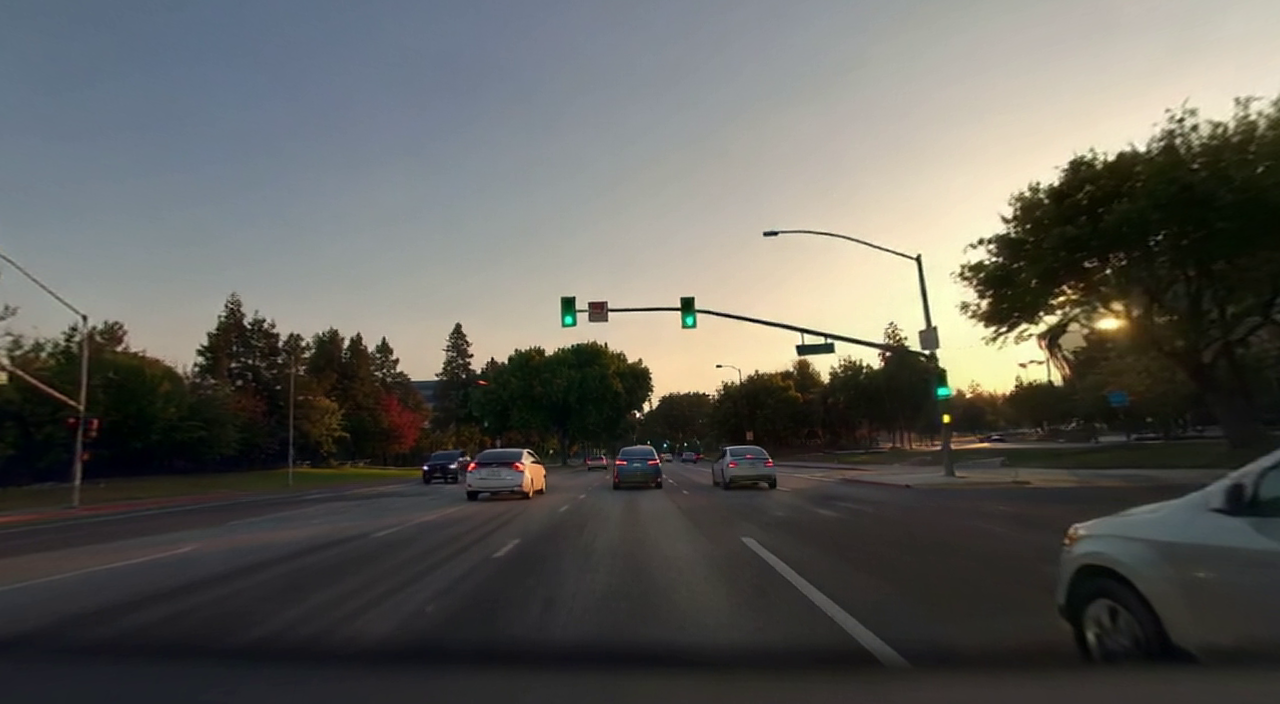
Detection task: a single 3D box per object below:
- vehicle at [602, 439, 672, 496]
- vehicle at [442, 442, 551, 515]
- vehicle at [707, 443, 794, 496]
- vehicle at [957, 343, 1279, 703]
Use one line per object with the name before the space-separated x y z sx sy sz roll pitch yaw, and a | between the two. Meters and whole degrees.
vehicle | -0.088 3.873 21.619 2.150 1.725 4.096 -1 -8 0
vehicle | -3.528 3.154 16.311 1.823 1.602 4.061 -1 -8 0
vehicle | 3.497 3.794 20.843 2.068 1.541 4.041 0 -8 -1
vehicle | 3.283 0.763 2.030 2.069 1.644 4.714 -1 -8 0
